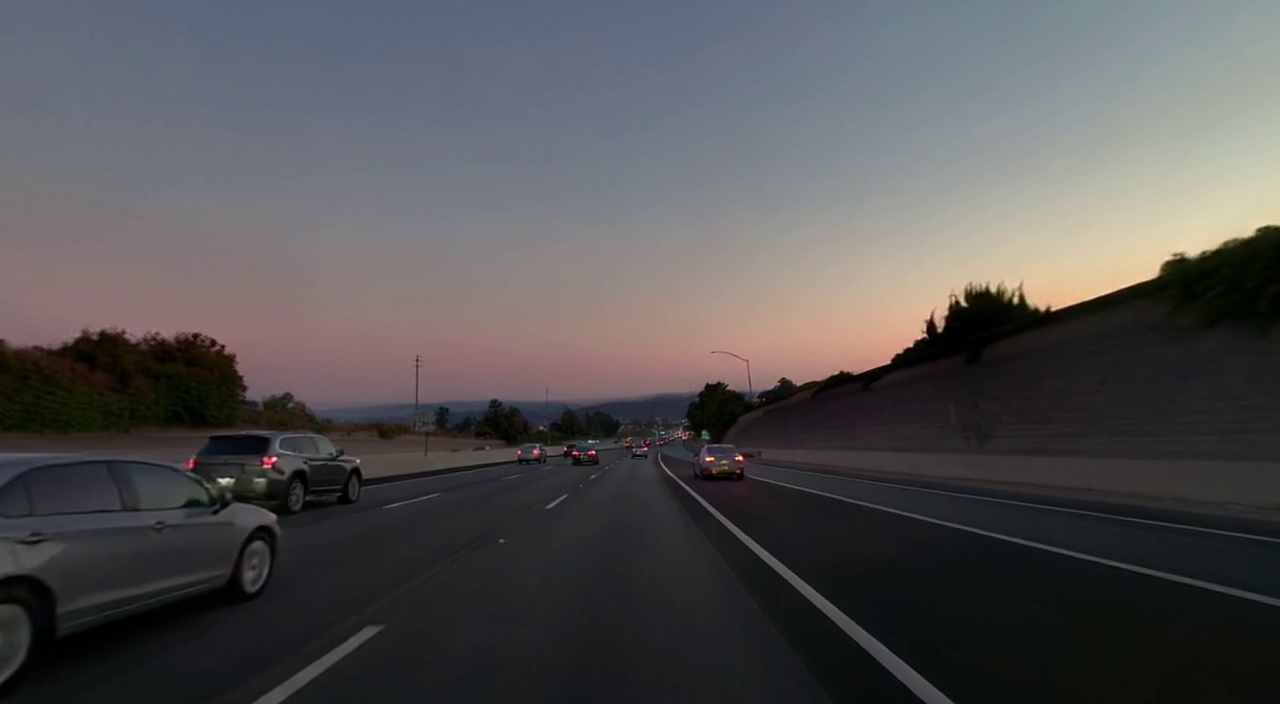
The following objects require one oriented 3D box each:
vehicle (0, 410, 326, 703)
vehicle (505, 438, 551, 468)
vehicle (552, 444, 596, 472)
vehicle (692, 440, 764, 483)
[{"bbox_3d":[-4.049,1.166,3.828,1.988,1.506,4.416,0,-9,0],"label":"vehicle"},{"bbox_3d":[-7.051,6.430,40.099,2.111,1.811,4.391,0,-9,0],"label":"vehicle"},{"bbox_3d":[-3.746,6.065,36.280,2.071,1.478,4.130,0,-9,0],"label":"vehicle"},{"bbox_3d":[3.337,4.262,24.775,2.141,1.507,4.510,0,-9,-1],"label":"vehicle"}]
